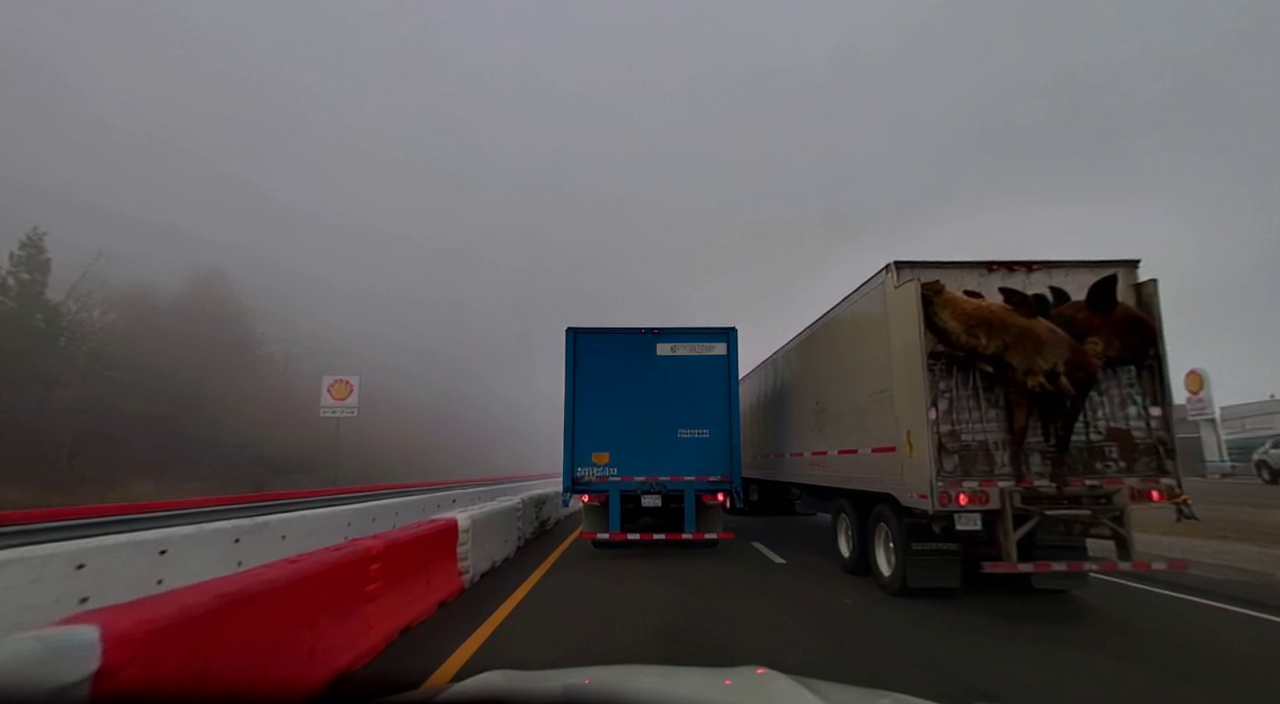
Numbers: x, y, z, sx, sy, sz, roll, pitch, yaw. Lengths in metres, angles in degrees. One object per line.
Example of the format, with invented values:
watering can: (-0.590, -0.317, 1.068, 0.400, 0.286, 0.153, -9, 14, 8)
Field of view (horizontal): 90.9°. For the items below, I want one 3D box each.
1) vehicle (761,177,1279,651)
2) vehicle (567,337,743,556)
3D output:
vehicle: (4.336, 1.227, 9.533, 2.936, 3.640, 9.443, 1, -10, -1)
vehicle: (0.241, 2.191, 13.952, 2.618, 3.306, 8.676, 1, -10, 0)
